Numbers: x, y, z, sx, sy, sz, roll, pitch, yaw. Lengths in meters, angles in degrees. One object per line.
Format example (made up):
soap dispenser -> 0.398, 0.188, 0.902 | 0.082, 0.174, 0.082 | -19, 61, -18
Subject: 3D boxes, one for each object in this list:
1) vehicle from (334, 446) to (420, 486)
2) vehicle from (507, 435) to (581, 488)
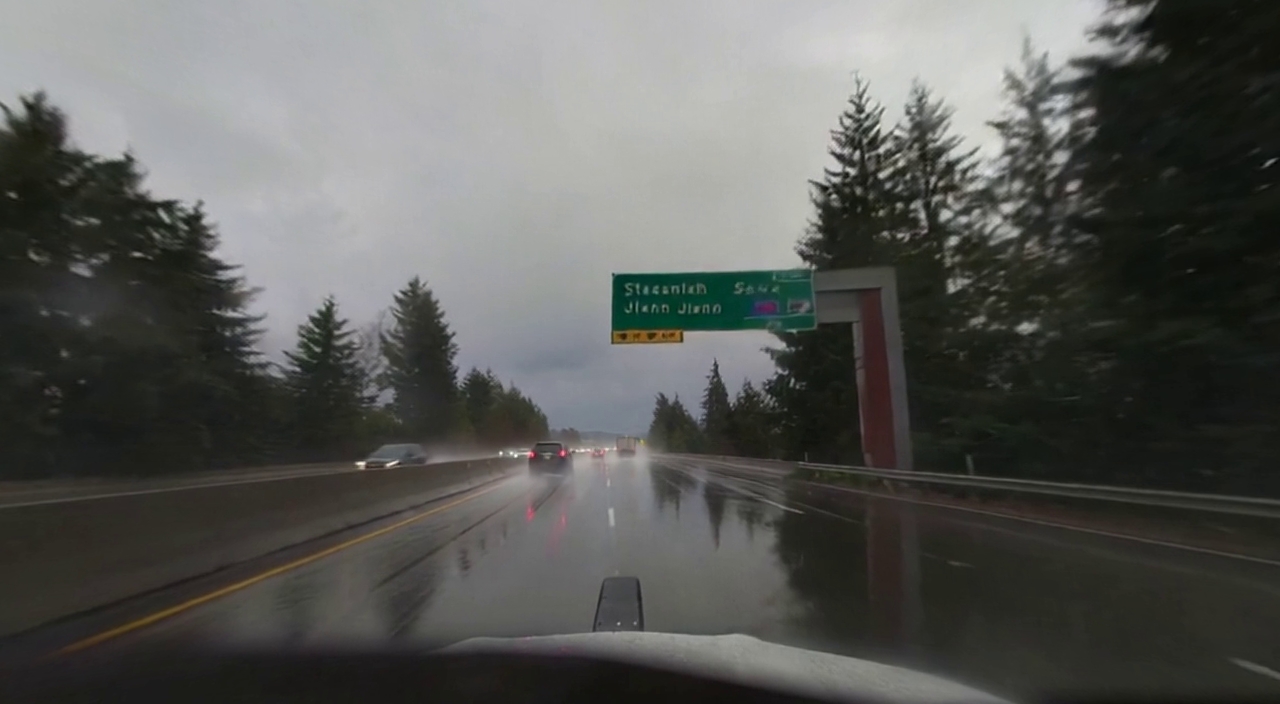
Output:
vehicle -> -11.827, 5.113, 28.568 | 2.044, 1.638, 4.642 | 0, -9, -2
vehicle -> -3.358, 3.923, 22.719 | 2.151, 1.693, 4.201 | 0, -9, -2
